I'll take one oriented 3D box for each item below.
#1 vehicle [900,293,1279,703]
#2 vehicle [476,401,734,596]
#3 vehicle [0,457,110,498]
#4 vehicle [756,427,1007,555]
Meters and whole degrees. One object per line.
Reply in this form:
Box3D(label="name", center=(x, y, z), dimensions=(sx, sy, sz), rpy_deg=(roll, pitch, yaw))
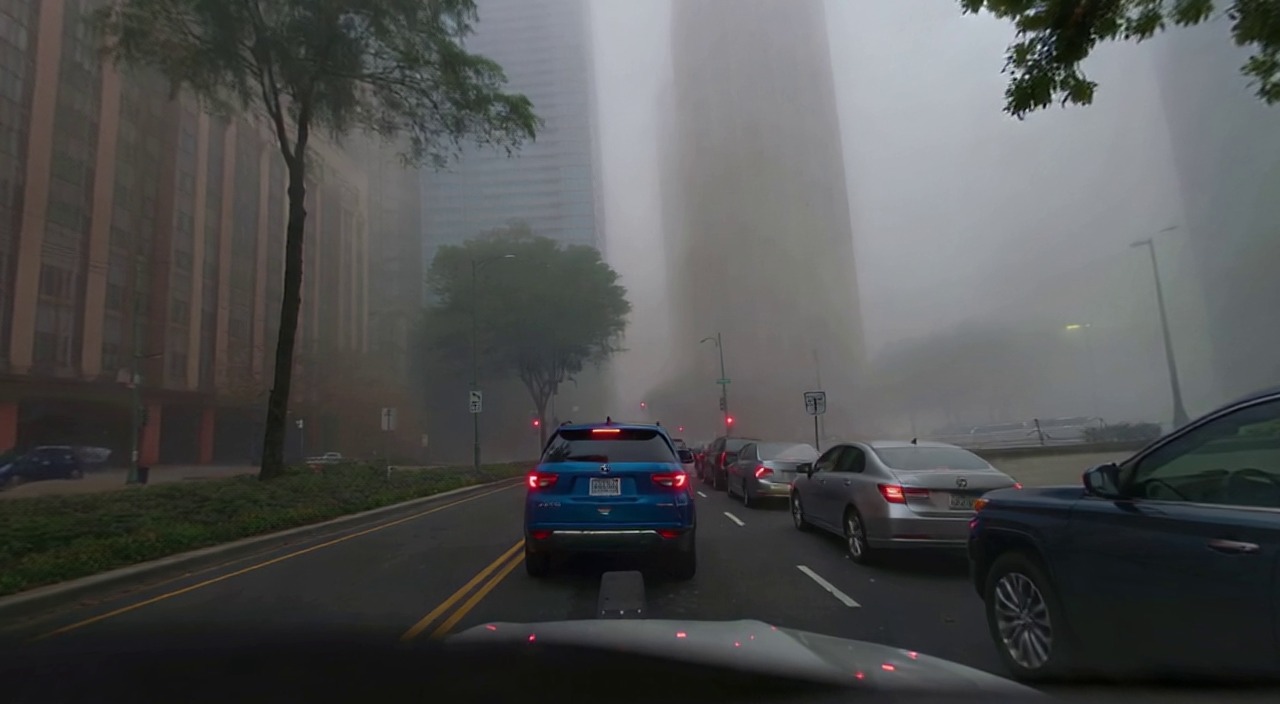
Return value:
Box3D(label="vehicle", center=(2.998, 0.749, 2.243), dimensions=(2.063, 1.760, 4.664), rpy_deg=(0, -9, -1))
Box3D(label="vehicle", center=(-0.349, 1.585, 7.638), dimensions=(2.249, 1.684, 4.084), rpy_deg=(0, -9, -1))
Box3D(label="vehicle", center=(-24.948, 5.153, 26.295), dimensions=(1.960, 1.459, 4.699), rpy_deg=(0, -9, -5))
Box3D(label="vehicle", center=(3.276, 1.984, 9.804), dimensions=(1.941, 1.482, 4.632), rpy_deg=(0, -9, -2))
